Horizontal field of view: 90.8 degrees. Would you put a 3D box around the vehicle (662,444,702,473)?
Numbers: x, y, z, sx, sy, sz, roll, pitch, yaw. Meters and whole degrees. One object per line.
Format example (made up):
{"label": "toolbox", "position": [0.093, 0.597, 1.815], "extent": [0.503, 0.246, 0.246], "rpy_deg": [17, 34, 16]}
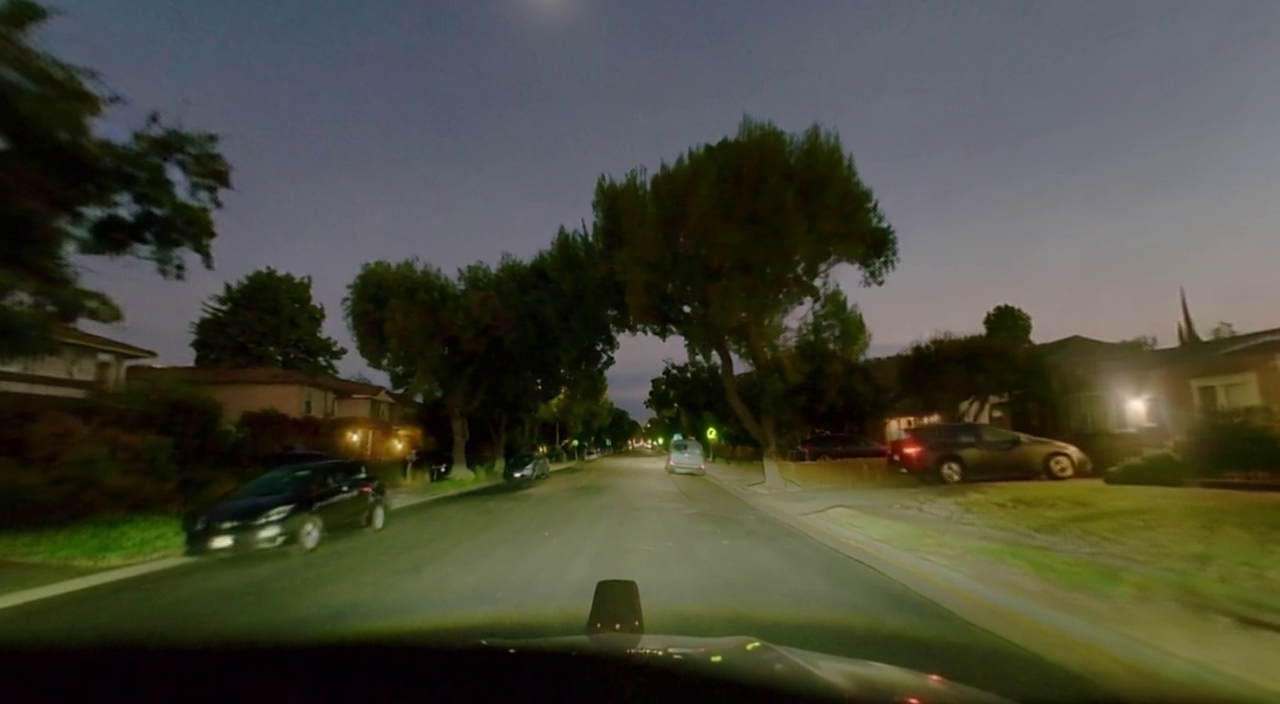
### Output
{"label": "vehicle", "position": [2.248, 5.825, 34.828], "extent": [2.022, 1.483, 4.565], "rpy_deg": [0, -9, 2]}

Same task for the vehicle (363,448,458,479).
{"label": "vehicle", "position": [-11.680, 5.687, 32.345], "extent": [4.118, 1.492, 1.902], "rpy_deg": [1, -9, -3]}

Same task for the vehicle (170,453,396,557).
{"label": "vehicle", "position": [-5.987, 2.551, 11.173], "extent": [1.878, 1.496, 3.535], "rpy_deg": [0, -9, 0]}

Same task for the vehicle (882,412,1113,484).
{"label": "vehicle", "position": [8.770, 2.397, 15.797], "extent": [4.599, 1.652, 1.903], "rpy_deg": [0, -9, -2]}

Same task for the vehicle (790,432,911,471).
{"label": "vehicle", "position": [8.730, 4.166, 26.477], "extent": [4.331, 1.570, 2.009], "rpy_deg": [0, -9, -1]}
